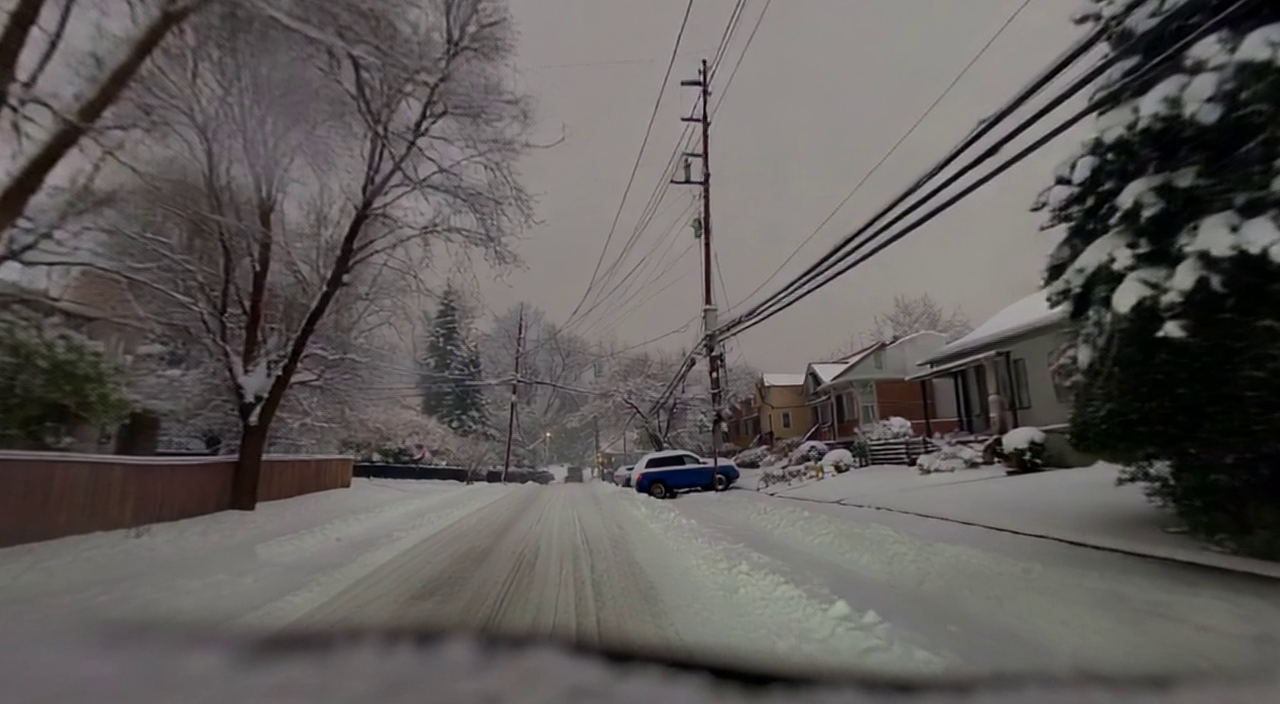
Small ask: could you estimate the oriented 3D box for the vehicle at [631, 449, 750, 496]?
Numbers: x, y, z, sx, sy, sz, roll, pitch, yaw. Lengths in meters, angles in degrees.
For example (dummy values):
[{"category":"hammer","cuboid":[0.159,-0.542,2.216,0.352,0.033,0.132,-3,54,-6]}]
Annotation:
[{"category":"vehicle","cuboid":[1.955,4.784,25.349,4.413,1.728,1.869,1,-9,-10]}]
